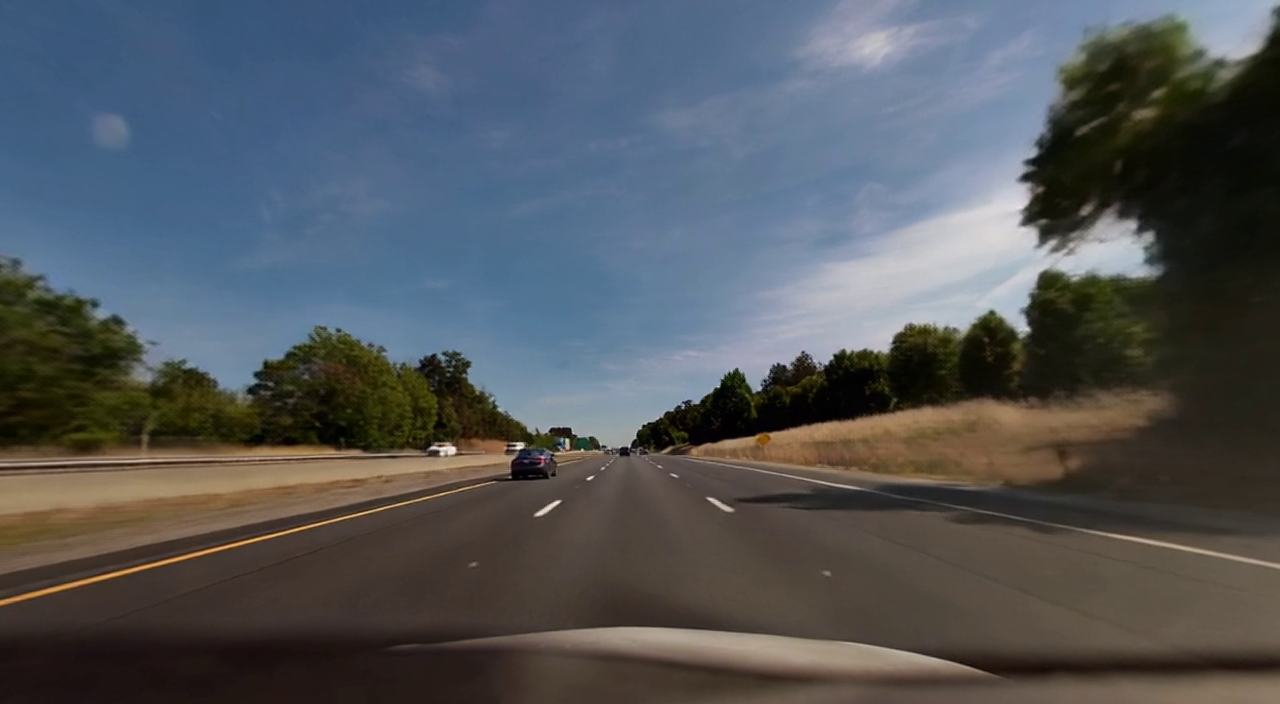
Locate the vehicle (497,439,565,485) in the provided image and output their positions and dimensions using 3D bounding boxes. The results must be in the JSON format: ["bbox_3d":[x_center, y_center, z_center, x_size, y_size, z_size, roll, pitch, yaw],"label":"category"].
[{"bbox_3d":[-4.498,4.608,26.593,2.111,1.717,4.426,0,-9,-1],"label":"vehicle"}]
